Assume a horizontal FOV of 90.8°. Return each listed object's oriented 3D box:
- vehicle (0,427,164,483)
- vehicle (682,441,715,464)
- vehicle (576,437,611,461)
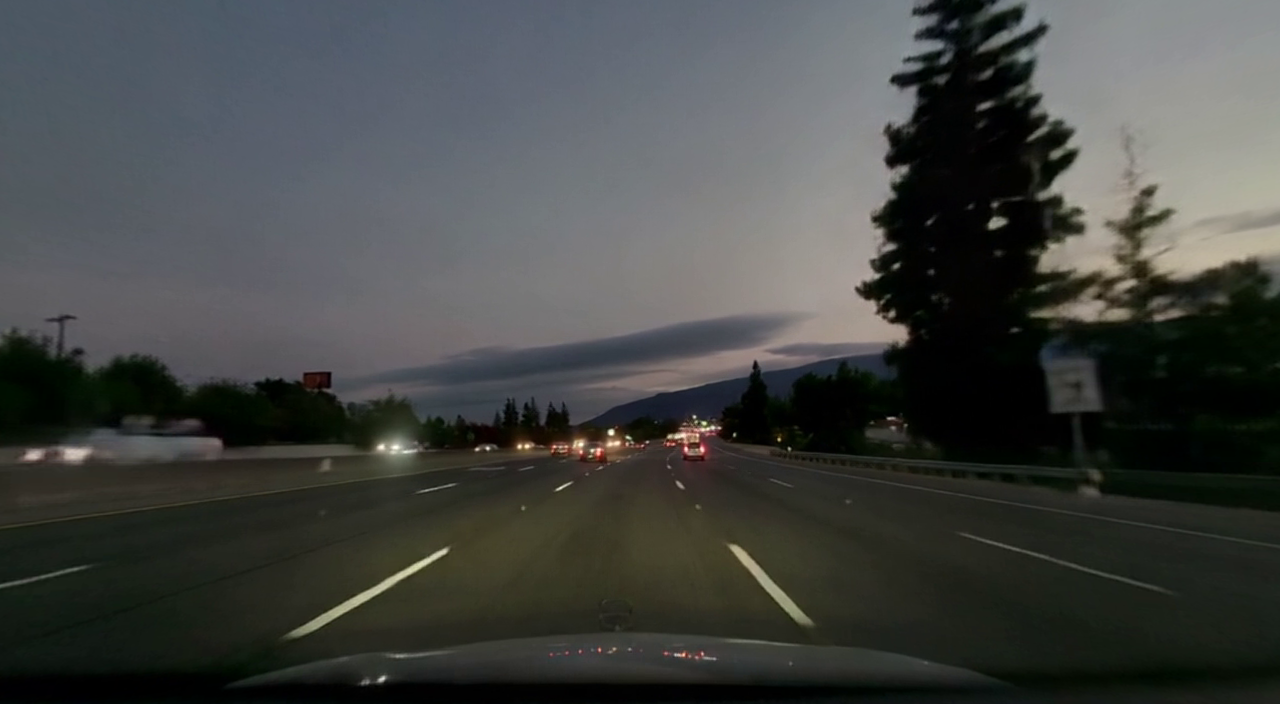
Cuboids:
[{"bbox_3d":[-23.749,4.332,26.939,2.257,2.096,5.778,0,-8,1],"label":"vehicle"},{"bbox_3d":[4.060,7.030,44.345,1.967,1.475,4.080,0,-8,1],"label":"vehicle"},{"bbox_3d":[-3.473,7.385,48.143,2.179,1.693,4.204,0,-8,2],"label":"vehicle"}]
